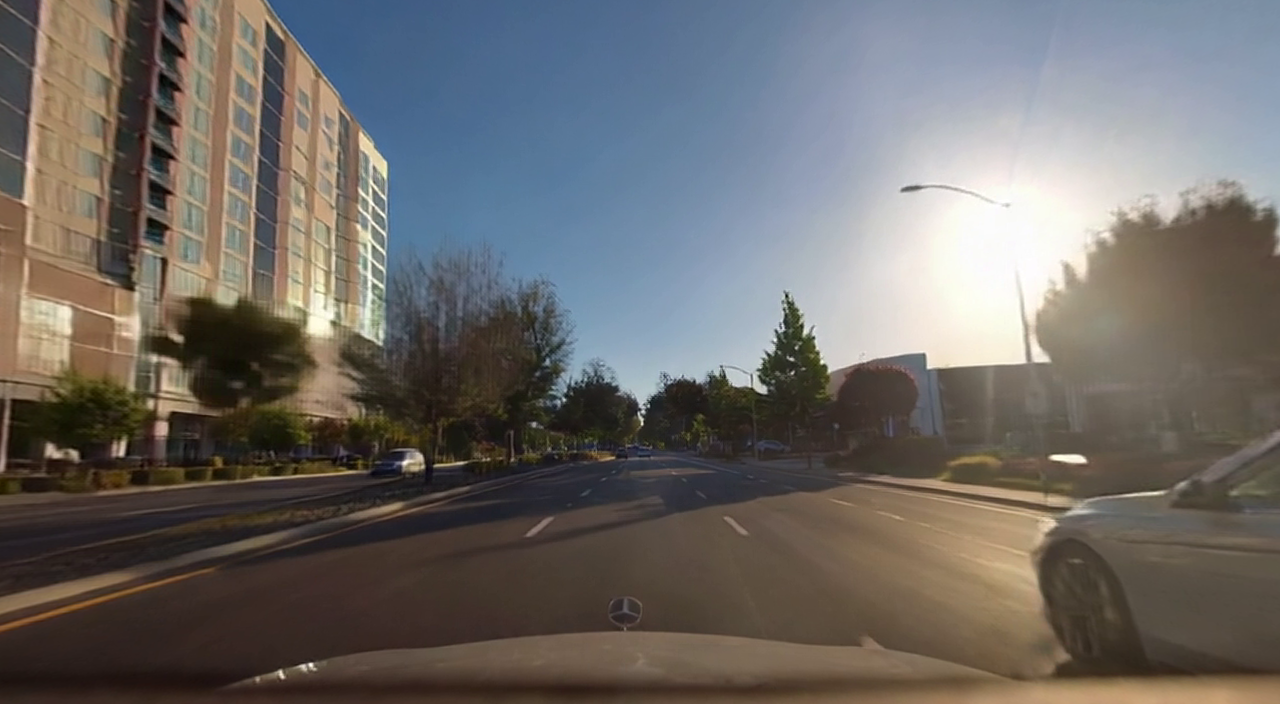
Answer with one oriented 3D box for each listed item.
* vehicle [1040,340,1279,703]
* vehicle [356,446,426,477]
[{"bbox_3d":[3.267,0.659,1.167,2.090,1.685,4.436,0,-9,0],"label":"vehicle"},{"bbox_3d":[-16.845,7.395,42.906,2.193,1.936,5.819,0,-9,2],"label":"vehicle"}]
